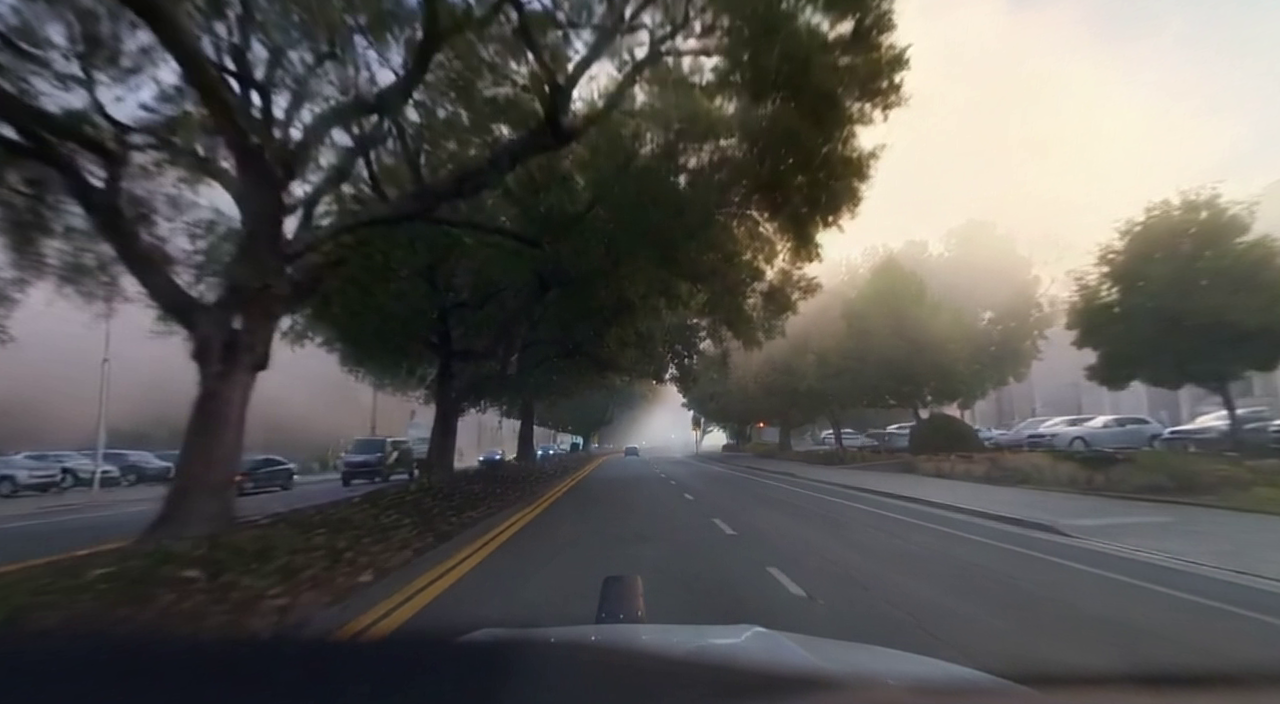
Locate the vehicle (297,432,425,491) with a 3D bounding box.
[{"bbox_3d":[-10.456,4.159,24.349,2.197,1.961,5.695,0,-9,1],"label":"vehicle"}]

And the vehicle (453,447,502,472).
[{"bbox_3d":[-10.264,6.830,40.340,1.878,1.465,4.360,0,-9,1],"label":"vehicle"}]

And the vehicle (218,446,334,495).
[{"bbox_3d":[-13.756,4.455,24.217,1.918,1.679,4.213,0,-9,0],"label":"vehicle"}]

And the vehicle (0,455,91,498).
[{"bbox_3d":[-27.181,5.431,27.616,1.849,1.724,4.516,-3,-9,9],"label":"vehicle"}]

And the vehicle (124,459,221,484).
[{"bbox_3d":[-29.226,7.474,39.569,4.489,1.442,1.956,0,-8,-1],"label":"vehicle"}]
